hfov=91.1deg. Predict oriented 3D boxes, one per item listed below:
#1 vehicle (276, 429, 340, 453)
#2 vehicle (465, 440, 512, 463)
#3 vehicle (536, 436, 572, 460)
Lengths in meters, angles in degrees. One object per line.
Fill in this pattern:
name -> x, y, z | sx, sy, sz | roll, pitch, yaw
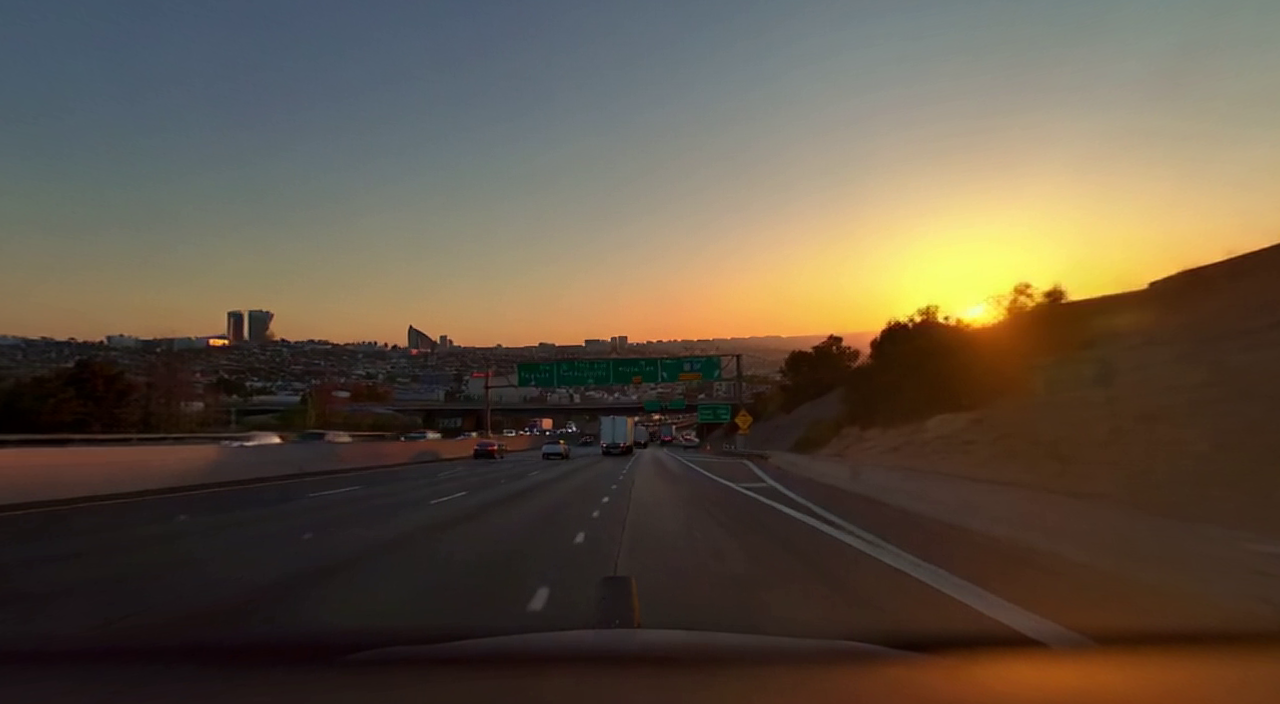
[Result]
vehicle -> -21.846, 5.855, 41.534 | 1.831, 1.474, 4.134 | 0, -8, 2
vehicle -> -9.788, 6.446, 41.017 | 1.976, 1.413, 4.088 | 0, -8, 1
vehicle -> -6.200, 6.998, 45.862 | 1.979, 1.646, 4.096 | 0, -8, 1
